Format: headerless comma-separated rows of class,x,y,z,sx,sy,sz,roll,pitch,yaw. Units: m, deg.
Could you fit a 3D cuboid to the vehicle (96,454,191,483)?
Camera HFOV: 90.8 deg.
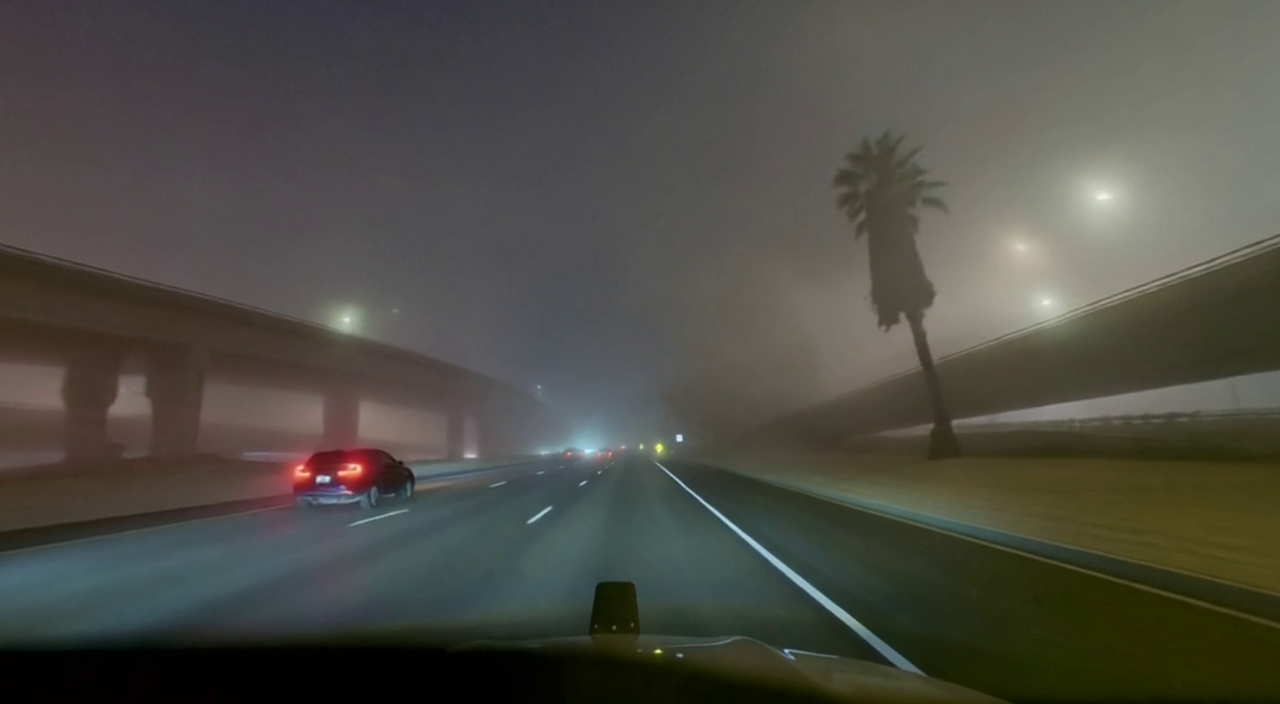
vehicle,-28.847,6.736,36.893,1.897,1.522,4.549,0,-9,-1

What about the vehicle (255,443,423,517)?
vehicle,-6.908,2.945,15.116,1.914,1.503,4.268,0,-9,0
